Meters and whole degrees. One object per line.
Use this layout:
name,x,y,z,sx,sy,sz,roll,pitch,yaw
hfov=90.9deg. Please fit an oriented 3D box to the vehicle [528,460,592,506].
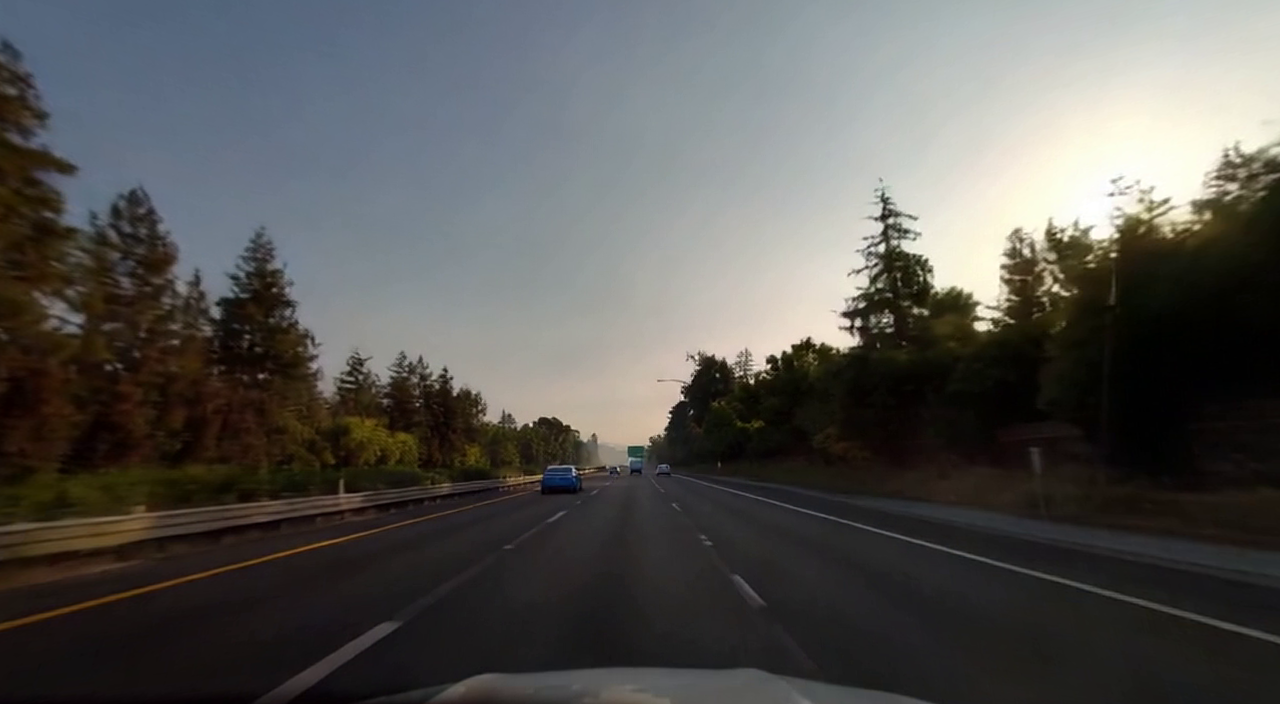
vehicle,-2.908,4.879,23.717,1.797,1.532,4.072,1,-10,1
